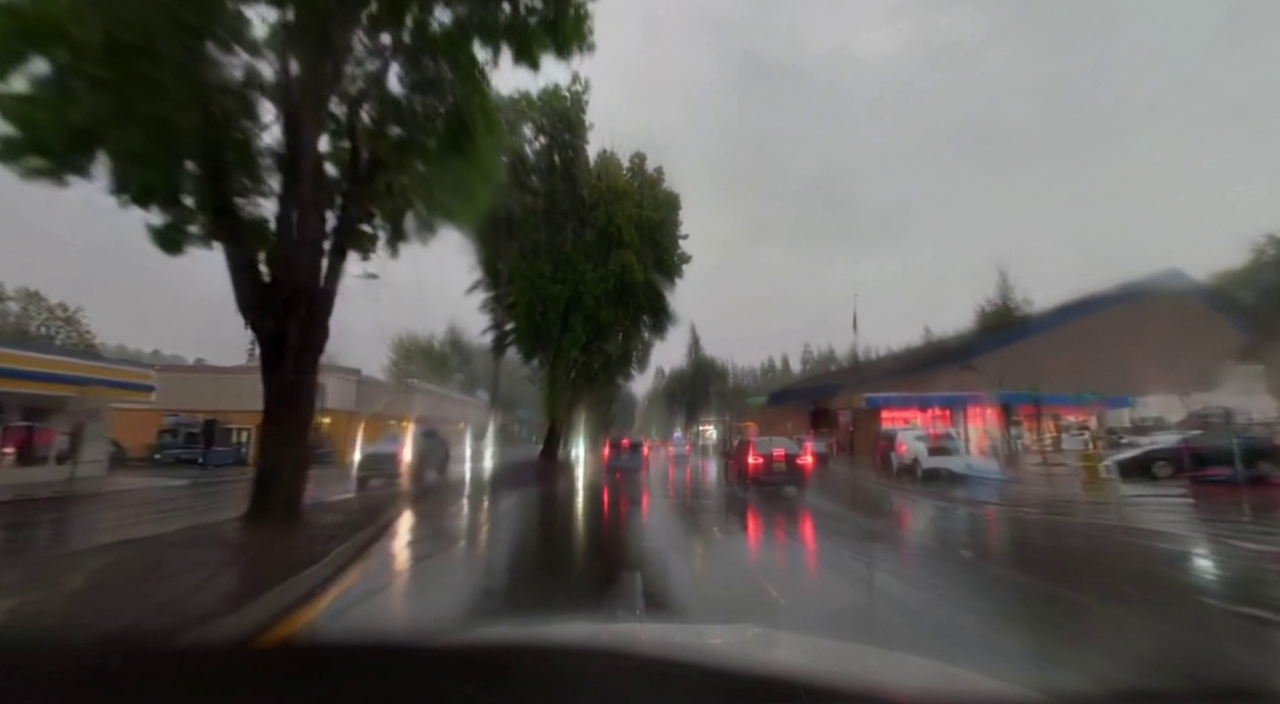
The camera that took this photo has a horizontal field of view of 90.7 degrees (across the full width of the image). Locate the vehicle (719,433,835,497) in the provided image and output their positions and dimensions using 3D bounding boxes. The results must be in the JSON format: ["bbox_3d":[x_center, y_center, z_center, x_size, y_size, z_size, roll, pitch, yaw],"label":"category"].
[{"bbox_3d":[3.454,2.927,16.859,2.060,1.471,4.168,0,-8,-1],"label":"vehicle"}]

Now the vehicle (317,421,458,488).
[{"bbox_3d":[-8.257,3.428,21.491,2.320,1.949,5.755,0,-8,1],"label":"vehicle"}]

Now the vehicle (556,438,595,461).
[{"bbox_3d":[-4.415,6.709,43.745,2.129,1.459,4.358,0,-8,2],"label":"vehicle"}]

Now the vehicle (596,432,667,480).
[{"bbox_3d":[-0.282,3.581,22.097,2.232,1.508,4.319,0,-8,-1],"label":"vehicle"}]

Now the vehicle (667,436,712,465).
[{"bbox_3d":[2.732,5.539,35.773,2.098,1.527,3.966,0,-8,-2],"label":"vehicle"}]

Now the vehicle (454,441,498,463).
[{"bbox_3d":[-11.653,7.124,45.166,1.919,1.497,4.565,0,-8,0],"label":"vehicle"}]

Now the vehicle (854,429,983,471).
[{"bbox_3d":[11.401,4.026,26.115,4.291,1.652,2.122,1,-8,-7],"label":"vehicle"}]

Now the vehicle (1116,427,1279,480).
[{"bbox_3d":[17.521,3.158,19.895,1.772,1.478,4.381,0,-8,2],"label":"vehicle"}]
